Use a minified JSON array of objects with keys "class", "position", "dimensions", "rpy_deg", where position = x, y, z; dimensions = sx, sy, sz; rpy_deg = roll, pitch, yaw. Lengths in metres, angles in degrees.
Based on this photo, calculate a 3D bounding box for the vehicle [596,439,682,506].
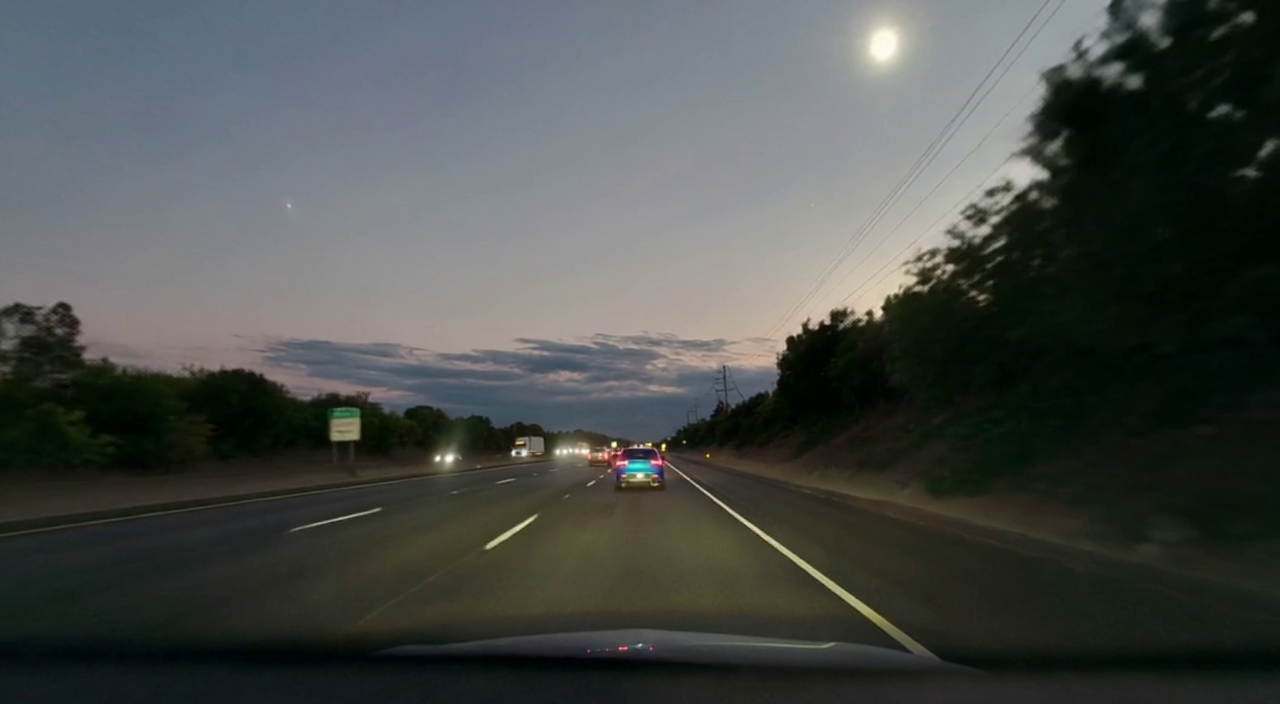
[{"class":"vehicle","position":[-0.062,3.103,16.628],"dimensions":[1.966,1.499,4.298],"rpy_deg":[0,-9,-1]}]
